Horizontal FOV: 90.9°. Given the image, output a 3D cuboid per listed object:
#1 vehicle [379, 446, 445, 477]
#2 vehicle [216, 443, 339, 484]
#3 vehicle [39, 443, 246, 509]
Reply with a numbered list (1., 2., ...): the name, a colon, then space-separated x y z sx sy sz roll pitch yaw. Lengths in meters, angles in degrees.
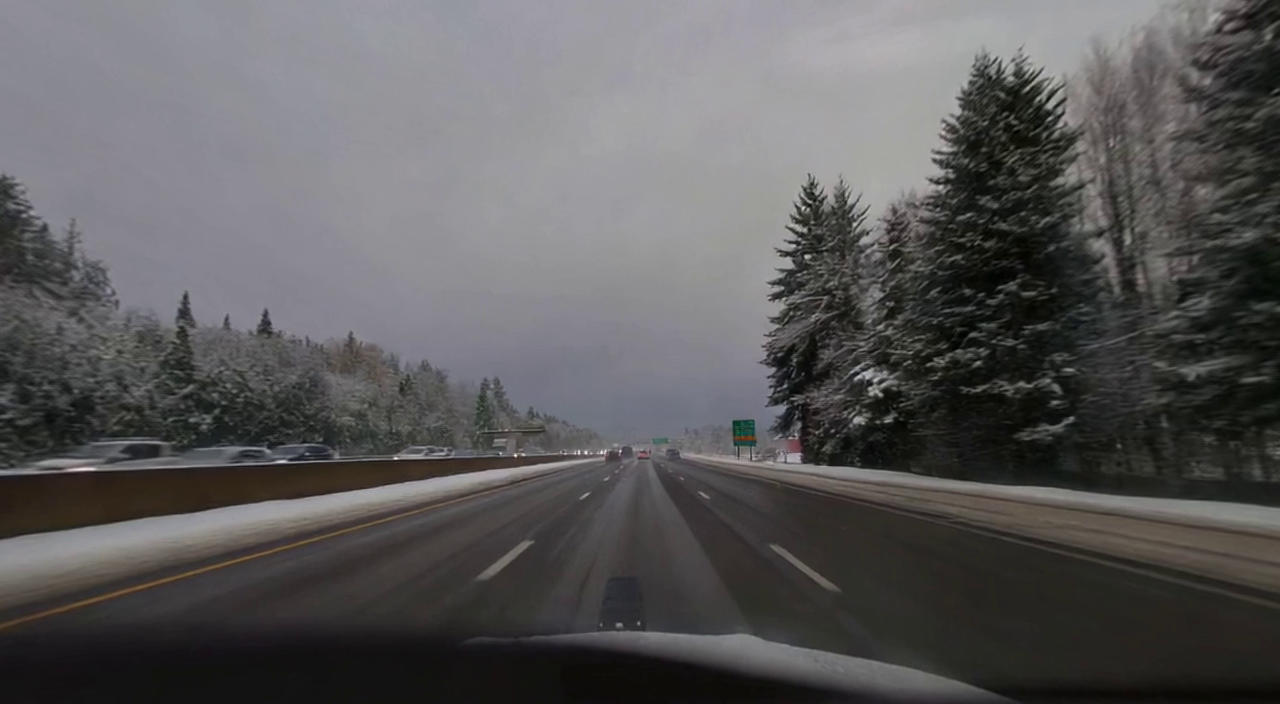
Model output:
1. vehicle: -11.808 5.687 32.947 1.801 1.449 4.143 -1 -9 1
2. vehicle: -16.026 4.944 28.335 2.011 1.641 5.728 -1 -9 1
3. vehicle: -12.547 3.137 16.348 1.867 1.454 4.255 0 -9 0
